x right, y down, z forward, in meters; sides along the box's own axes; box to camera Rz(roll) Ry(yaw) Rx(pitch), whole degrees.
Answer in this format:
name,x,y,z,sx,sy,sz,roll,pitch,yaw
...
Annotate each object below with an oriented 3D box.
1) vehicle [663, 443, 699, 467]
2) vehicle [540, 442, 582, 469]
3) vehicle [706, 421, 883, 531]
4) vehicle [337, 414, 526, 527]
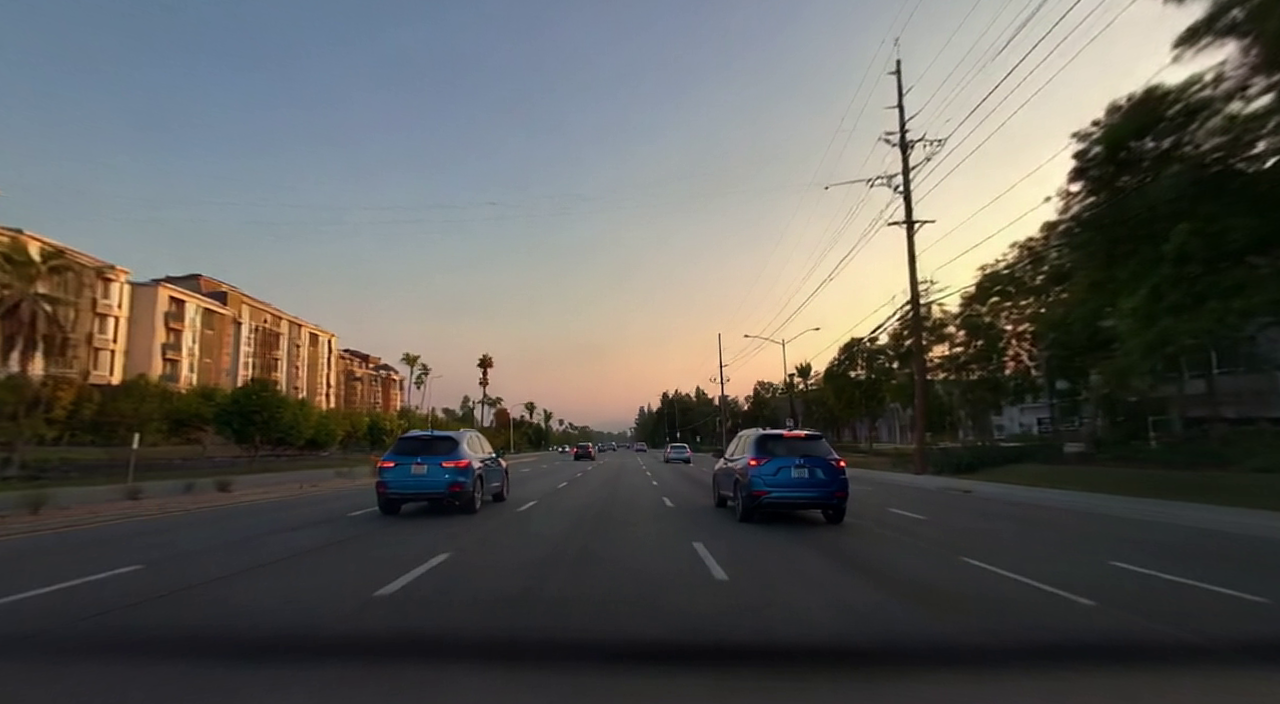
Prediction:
name,x,y,z,sx,sy,sz,roll,pitch,yaw
vehicle,2.608,6.740,41.240,1.981,1.472,3.923,0,-9,-2
vehicle,-4.619,6.129,37.316,2.040,1.482,4.121,0,-9,-1
vehicle,2.660,2.267,12.051,2.198,1.706,4.166,0,-9,-2
vehicle,-3.791,2.278,12.596,2.169,1.796,4.821,0,-9,0
